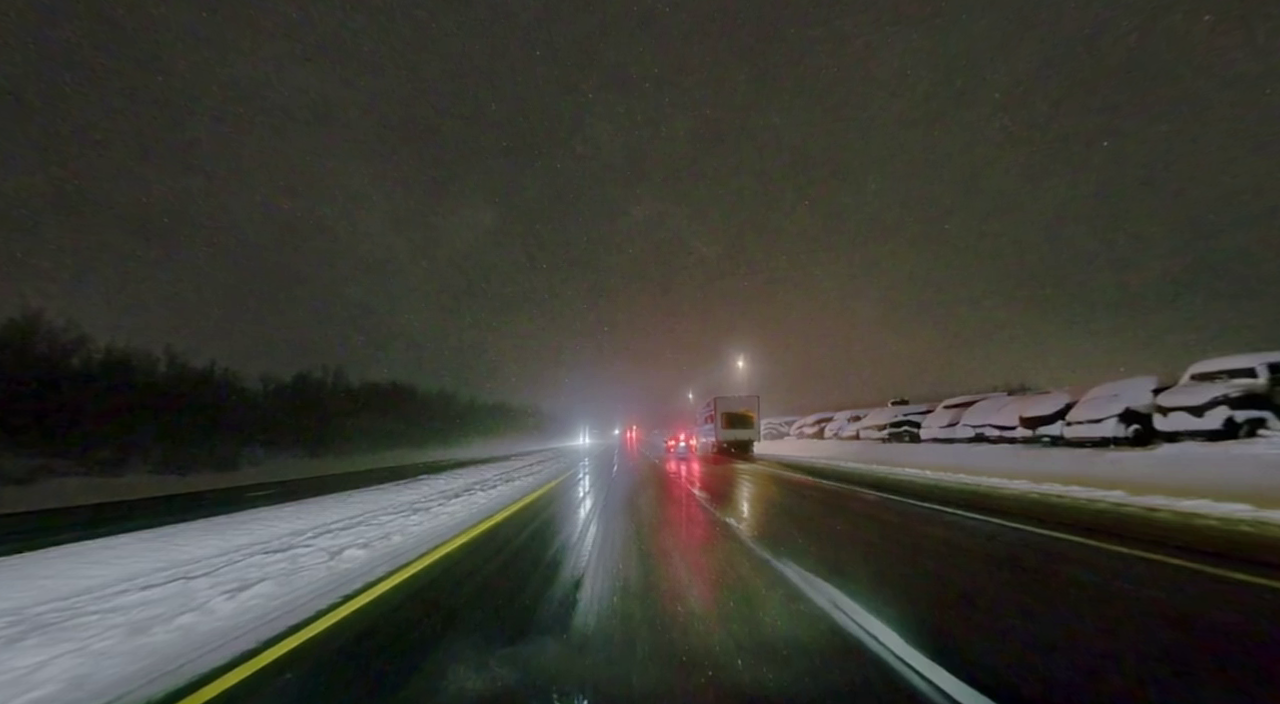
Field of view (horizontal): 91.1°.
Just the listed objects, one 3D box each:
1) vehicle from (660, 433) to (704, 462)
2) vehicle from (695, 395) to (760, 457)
[{"bbox_3d":[2.243,5.270,34.904,2.037,1.504,4.248,0,-8,-2],"label":"vehicle"},{"bbox_3d":[6.450,5.840,48.833,2.937,4.119,14.096,0,-8,0],"label":"vehicle"}]
